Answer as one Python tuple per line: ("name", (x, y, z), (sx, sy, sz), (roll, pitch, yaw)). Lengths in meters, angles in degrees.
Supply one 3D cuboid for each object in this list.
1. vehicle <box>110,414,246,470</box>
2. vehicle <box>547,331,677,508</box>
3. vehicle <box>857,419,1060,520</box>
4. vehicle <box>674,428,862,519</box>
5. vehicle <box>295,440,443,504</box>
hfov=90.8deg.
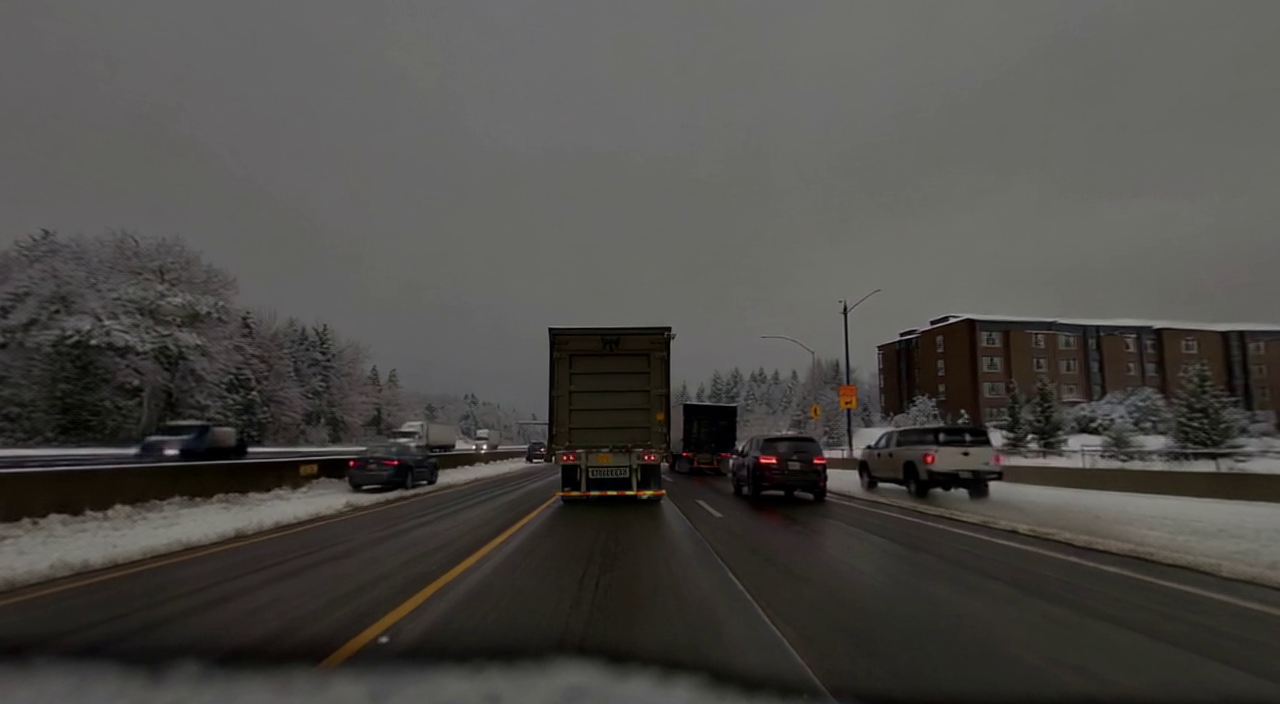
("vehicle", (-23.701, 4.710, 32.851), (2.694, 2.597, 5.906), (0, -9, -2))
("vehicle", (-0.668, 2.312, 19.795), (2.906, 4.040, 10.743), (0, -9, 0))
("vehicle", (6.885, 2.590, 14.388), (2.070, 1.888, 4.546), (0, -9, -2))
("vehicle", (3.180, 3.759, 21.115), (2.869, 1.940, 14.755), (0, -9, -2))
("vehicle", (-7.142, 3.194, 17.308), (1.973, 1.471, 4.779), (0, -9, 0))
